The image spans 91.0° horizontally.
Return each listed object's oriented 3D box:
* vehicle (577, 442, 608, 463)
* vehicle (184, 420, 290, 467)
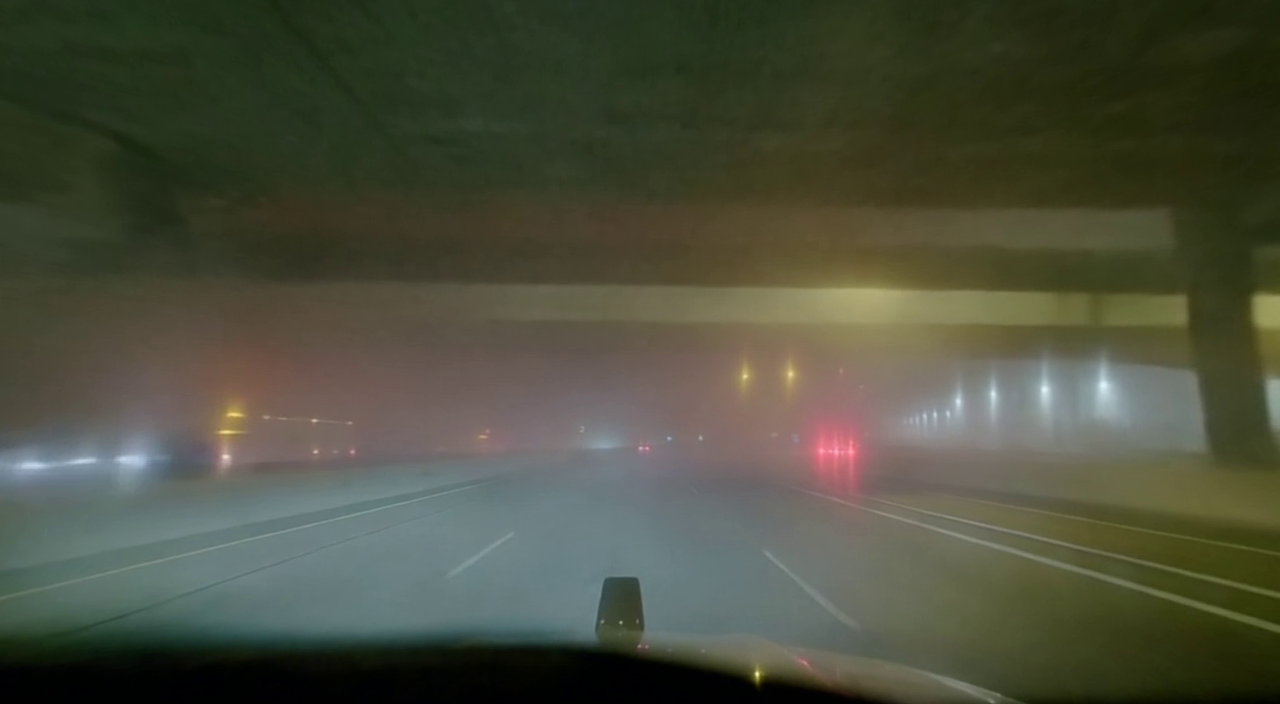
[{"bbox_3d":[-3.590,7.702,48.208,1.954,1.528,4.010,0,-9,1],"label":"vehicle"},{"bbox_3d":[-29.368,6.762,46.308,3.162,3.145,6.741,0,-9,1],"label":"vehicle"}]
